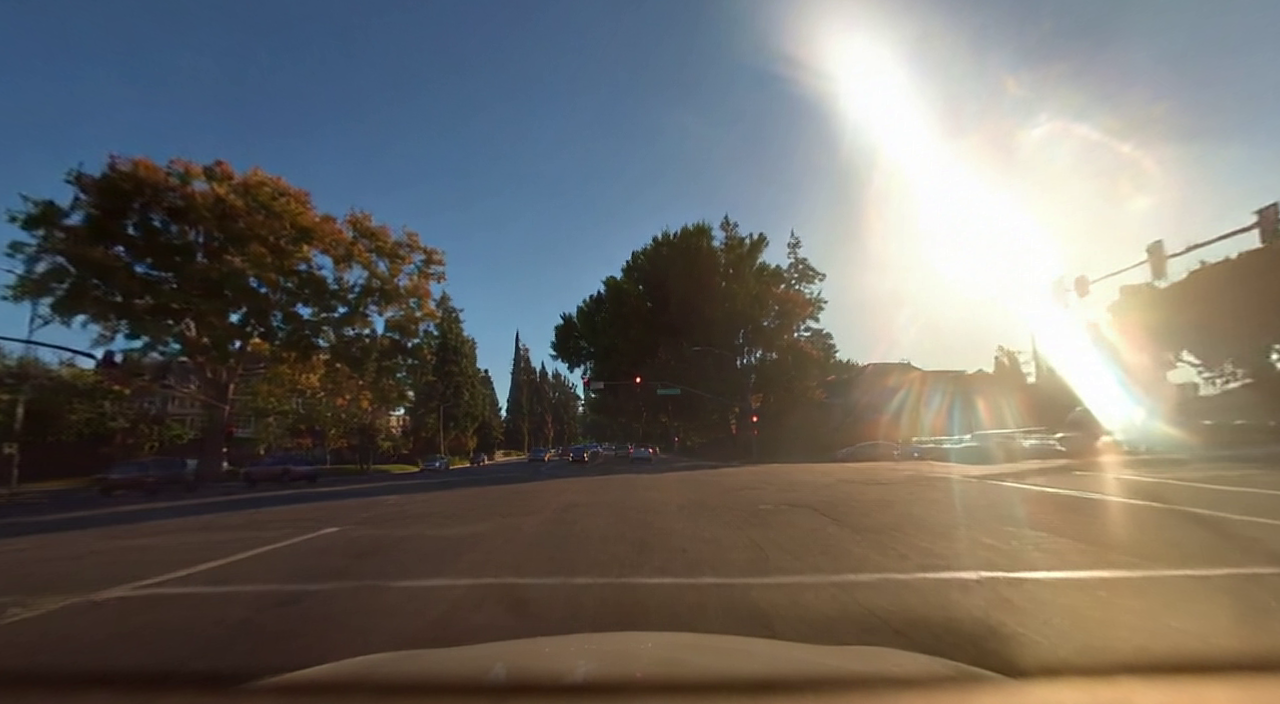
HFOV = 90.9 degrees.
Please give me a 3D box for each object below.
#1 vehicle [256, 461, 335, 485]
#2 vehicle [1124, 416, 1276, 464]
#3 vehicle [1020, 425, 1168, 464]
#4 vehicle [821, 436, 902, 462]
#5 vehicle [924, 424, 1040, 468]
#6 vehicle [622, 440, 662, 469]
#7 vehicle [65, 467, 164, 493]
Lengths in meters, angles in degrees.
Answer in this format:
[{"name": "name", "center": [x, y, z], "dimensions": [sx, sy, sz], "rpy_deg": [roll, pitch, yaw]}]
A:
[{"name": "vehicle", "center": [-24.386, 8.555, 44.765], "dimensions": [2.024, 1.511, 4.403], "rpy_deg": [-8, -11, 41]}, {"name": "vehicle", "center": [25.261, 3.985, 28.566], "dimensions": [4.897, 1.637, 1.895], "rpy_deg": [-5, -8, 1]}, {"name": "vehicle", "center": [18.468, 3.787, 25.794], "dimensions": [4.474, 1.482, 1.937], "rpy_deg": [0, -9, 1]}, {"name": "vehicle", "center": [15.088, 6.651, 43.196], "dimensions": [4.732, 1.713, 2.257], "rpy_deg": [-1, -9, 3]}, {"name": "vehicle", "center": [17.426, 4.797, 32.311], "dimensions": [4.554, 1.704, 2.121], "rpy_deg": [-6, -8, 1]}, {"name": "vehicle", "center": [0.125, 6.535, 40.342], "dimensions": [2.437, 1.737, 4.420], "rpy_deg": [0, -9, 0]}, {"name": "vehicle", "center": [-34.084, 8.302, 41.001], "dimensions": [4.413, 1.487, 1.915], "rpy_deg": [2, -9, -15]}]
